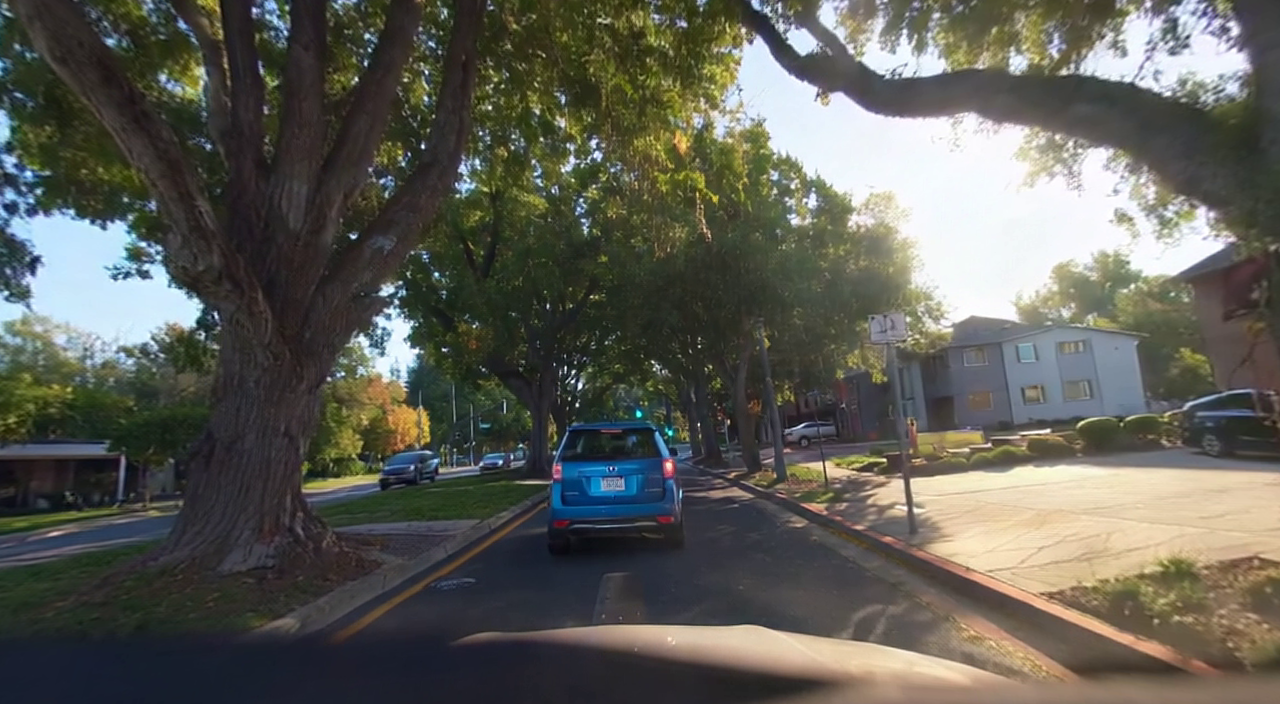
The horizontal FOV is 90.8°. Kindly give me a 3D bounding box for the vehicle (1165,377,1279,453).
[{"bbox_3d":[13.893,1.318,13.051,4.270,1.486,2.042,-5,-10,29],"label":"vehicle"}]

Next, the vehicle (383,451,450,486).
[{"bbox_3d":[-12.244,6.368,34.904,1.971,1.718,4.539,0,-8,1],"label":"vehicle"}]

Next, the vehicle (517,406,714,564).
[{"bbox_3d":[-0.254,1.748,8.917,2.136,1.703,3.910,0,-8,0],"label":"vehicle"}]
